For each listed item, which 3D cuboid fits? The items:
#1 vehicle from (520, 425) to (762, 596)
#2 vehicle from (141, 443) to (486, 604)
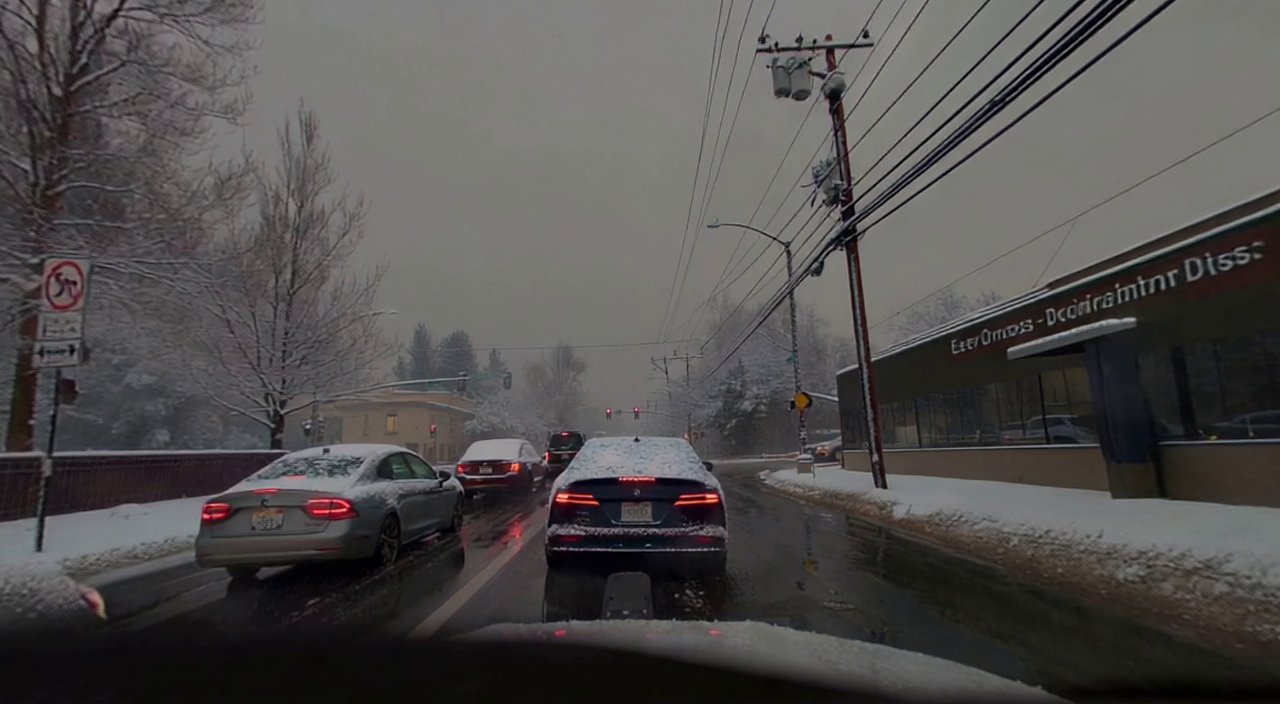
[{"bbox_3d":[-0.003,1.679,7.525,2.101,1.469,3.955,0,-9,0],"label":"vehicle"},{"bbox_3d":[-3.234,1.739,7.319,1.765,1.319,4.013,0,-9,2],"label":"vehicle"}]
